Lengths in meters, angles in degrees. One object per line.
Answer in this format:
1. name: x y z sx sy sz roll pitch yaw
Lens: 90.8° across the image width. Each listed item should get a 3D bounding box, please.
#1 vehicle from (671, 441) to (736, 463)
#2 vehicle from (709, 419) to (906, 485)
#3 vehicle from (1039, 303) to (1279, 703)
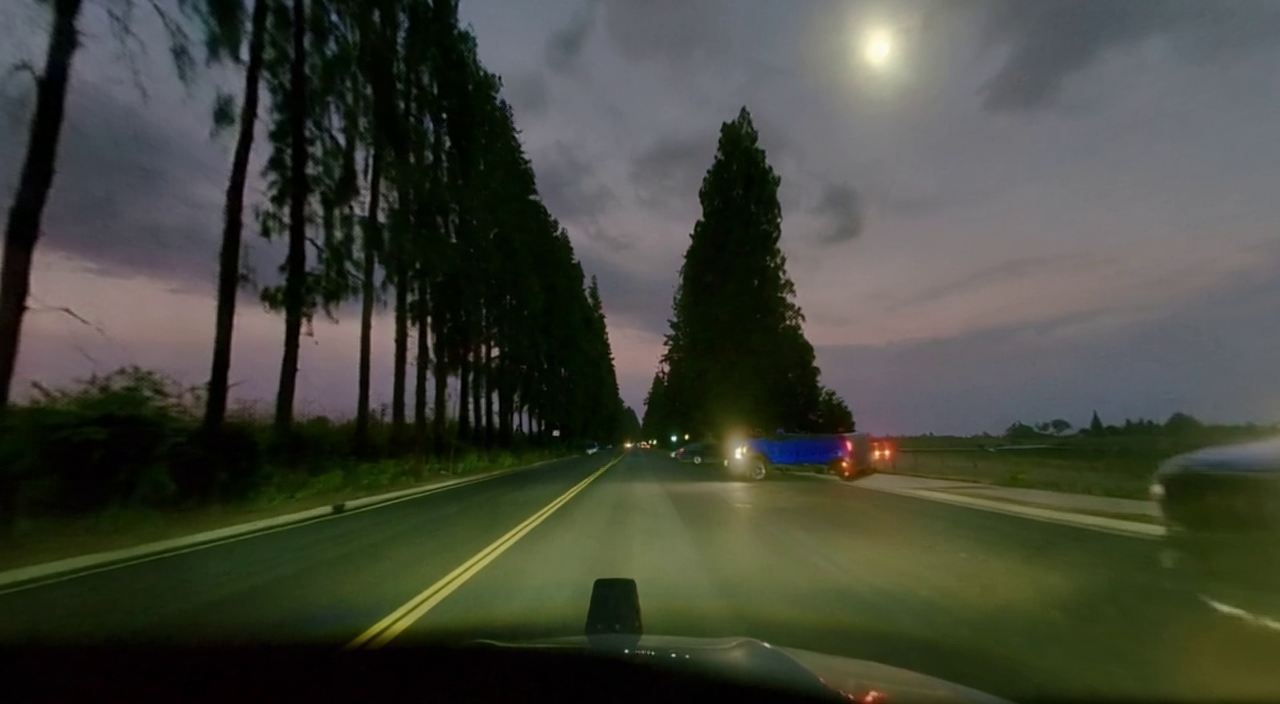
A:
1. vehicle: 4.975 7.874 49.734 4.791 1.706 1.963 1 -8 -5
2. vehicle: 6.164 3.766 24.027 6.645 2.298 2.763 0 -8 -3
3. vehicle: 6.000 0.866 3.533 5.797 2.070 2.502 0 -8 -1
